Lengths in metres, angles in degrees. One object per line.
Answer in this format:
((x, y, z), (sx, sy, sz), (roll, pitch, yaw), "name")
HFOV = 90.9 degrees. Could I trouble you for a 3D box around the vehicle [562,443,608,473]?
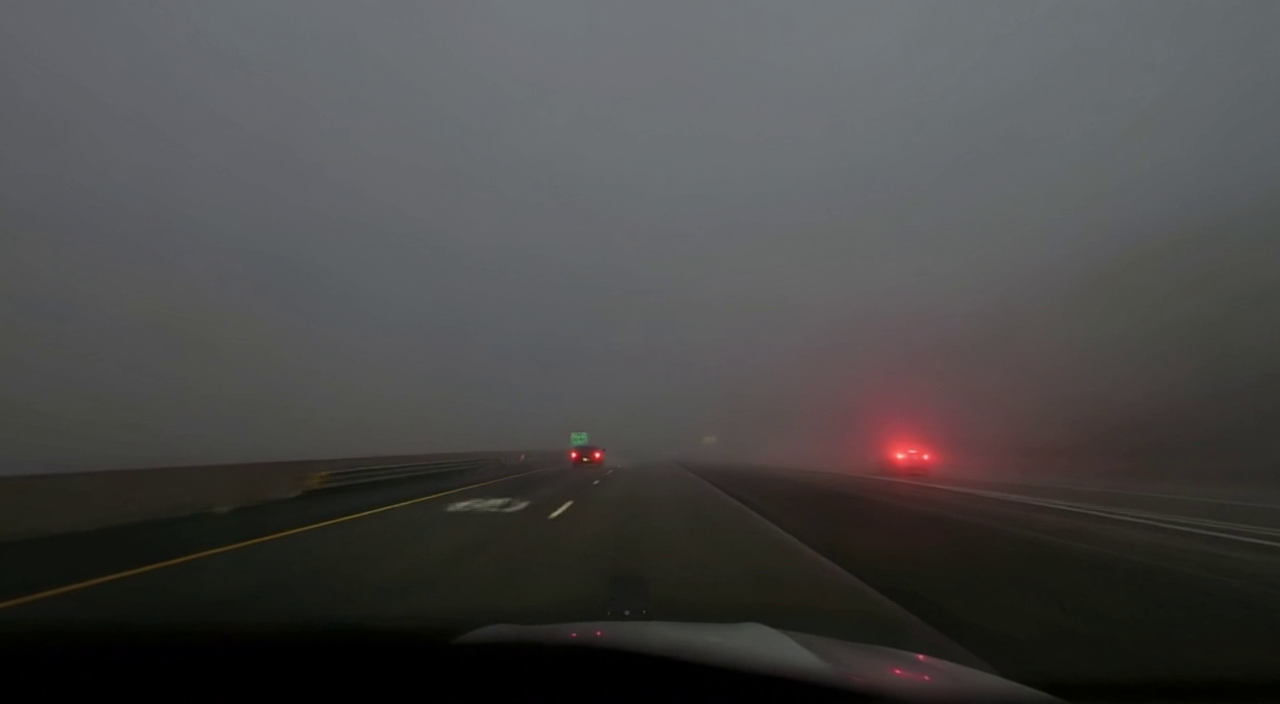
((-2.914, 5.730, 34.248), (1.968, 1.504, 3.892), (0, -8, 3), "vehicle")
